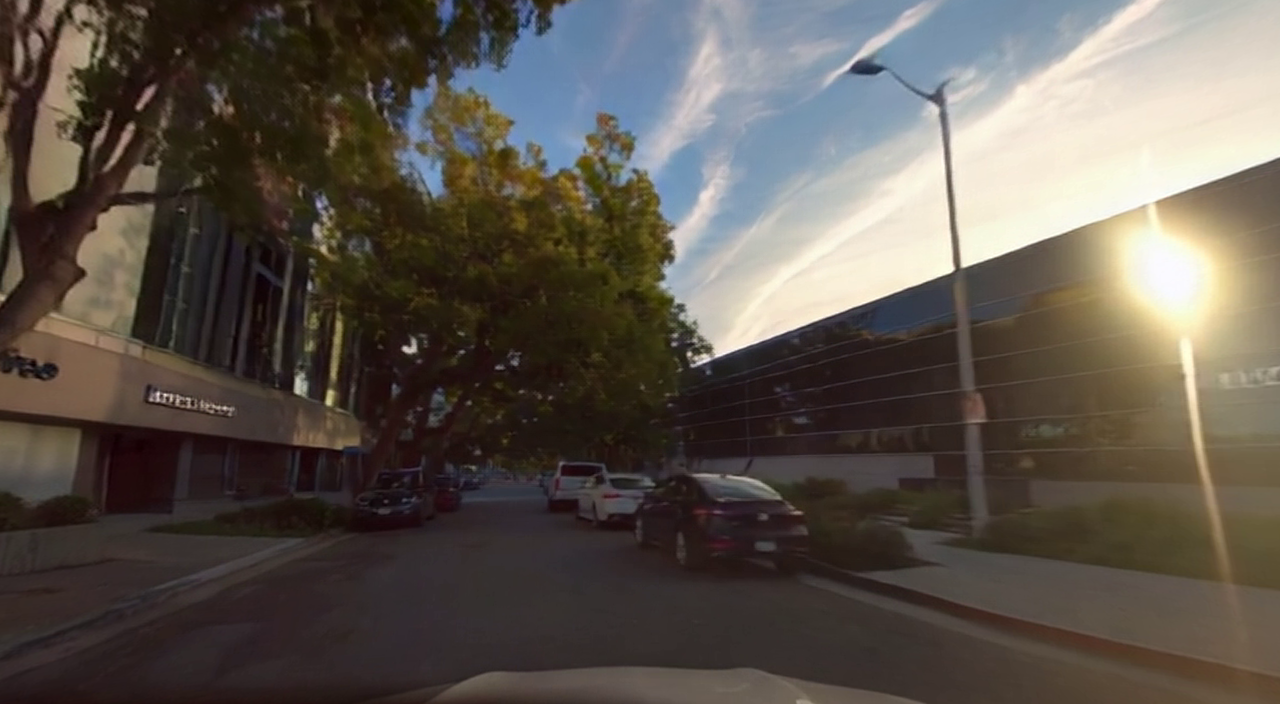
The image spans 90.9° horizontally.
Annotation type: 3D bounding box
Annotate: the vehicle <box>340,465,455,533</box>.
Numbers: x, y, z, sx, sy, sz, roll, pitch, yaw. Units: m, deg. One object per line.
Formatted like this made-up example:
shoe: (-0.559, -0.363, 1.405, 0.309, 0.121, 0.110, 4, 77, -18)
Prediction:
vehicle: (-6.032, 3.715, 16.264, 2.018, 1.461, 4.413, 3, -11, -12)

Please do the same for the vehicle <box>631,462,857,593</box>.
vehicle: (1.243, 2.465, 9.537, 1.889, 1.482, 4.118, 4, -11, -13)
